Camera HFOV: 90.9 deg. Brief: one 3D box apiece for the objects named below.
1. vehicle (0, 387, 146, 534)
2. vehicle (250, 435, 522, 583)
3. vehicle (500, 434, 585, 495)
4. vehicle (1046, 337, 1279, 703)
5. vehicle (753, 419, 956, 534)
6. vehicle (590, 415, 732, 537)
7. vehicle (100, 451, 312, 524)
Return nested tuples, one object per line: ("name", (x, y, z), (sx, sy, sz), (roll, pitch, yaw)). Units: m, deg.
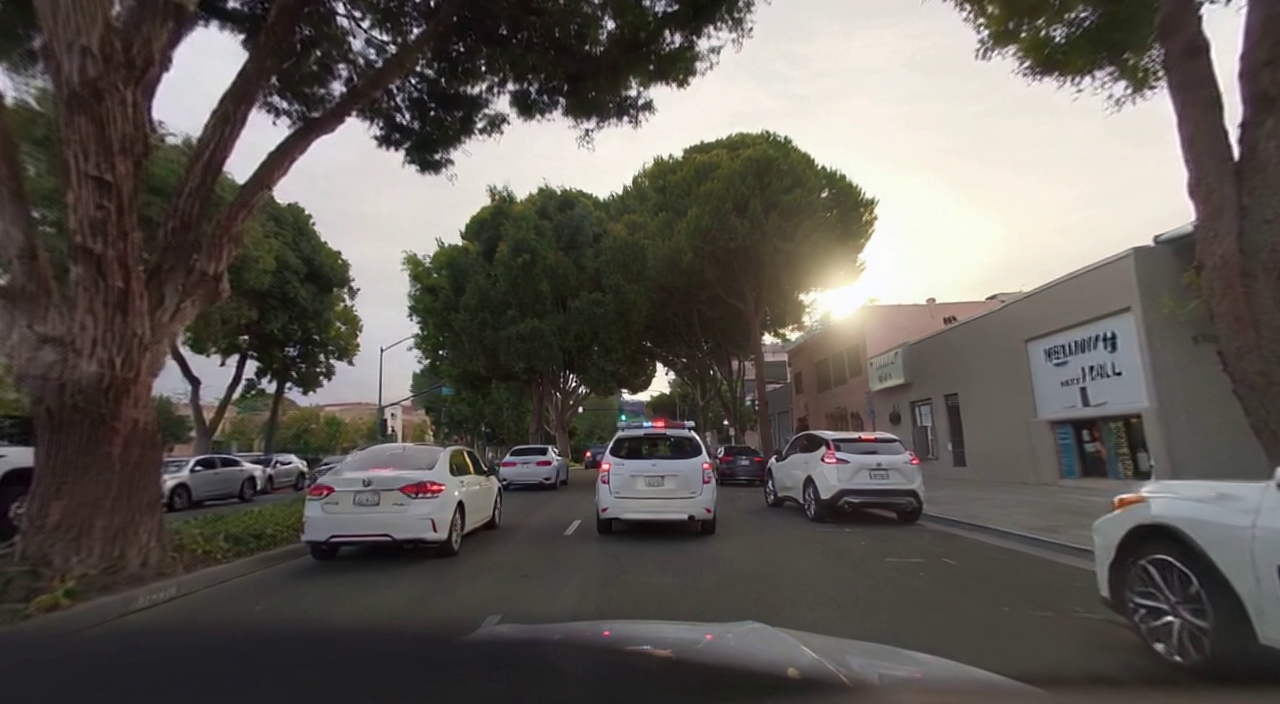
("vehicle", (-14.444, 2.112, 11.901), (2.646, 2.977, 9.228), (-1, -7, 1))
("vehicle", (-2.988, 1.914, 8.583), (1.908, 1.474, 4.257), (0, -8, 0))
("vehicle", (-3.125, 3.729, 21.280), (2.135, 1.806, 4.514), (0, -8, 0))
("vehicle", (4.057, 0.734, 2.081), (1.987, 1.877, 5.330), (0, -8, 2))
("vehicle", (4.061, 2.481, 13.339), (2.038, 1.865, 5.786), (0, -8, -2))
("vehicle", (0.297, 2.114, 11.292), (2.075, 1.770, 4.018), (0, -8, 0))
("vehicle", (-10.671, 3.321, 16.088), (2.041, 1.500, 4.684), (-1, -8, 1))
